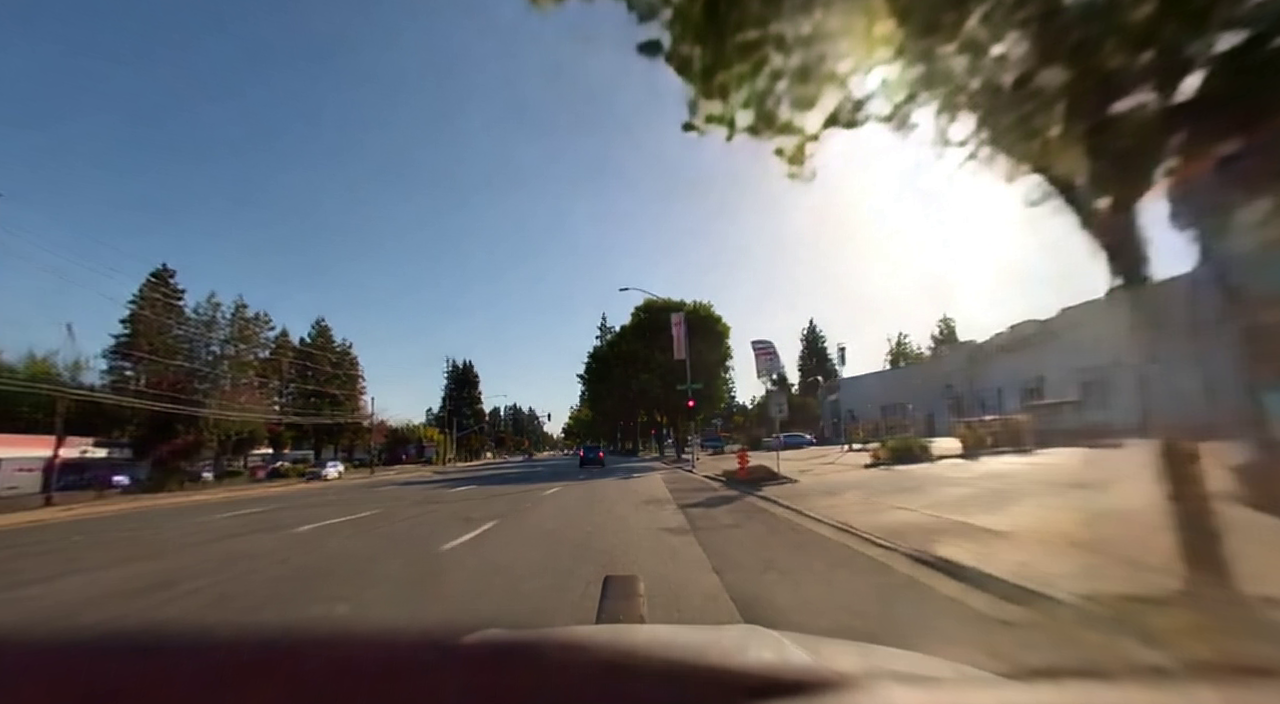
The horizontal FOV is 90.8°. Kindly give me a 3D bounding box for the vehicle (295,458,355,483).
[{"bbox_3d":[-22.746,8.556,45.828,2.127,1.538,4.558,0,-8,-1],"label":"vehicle"}]
